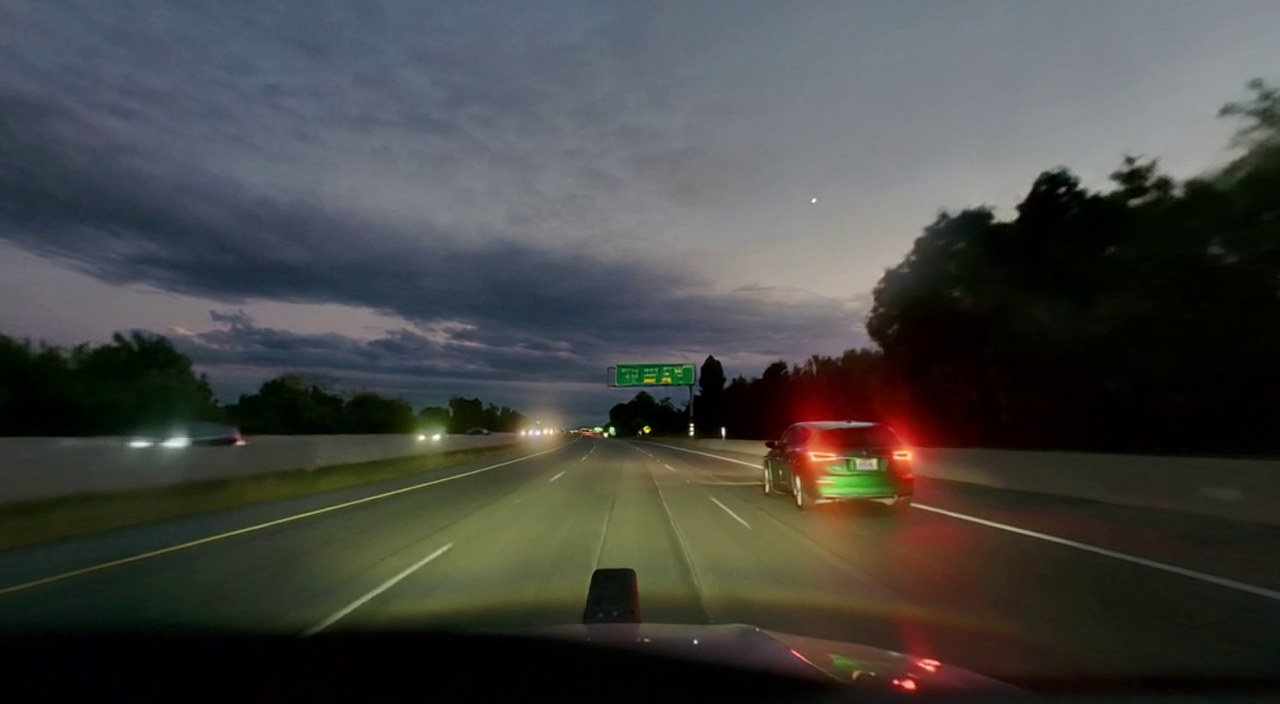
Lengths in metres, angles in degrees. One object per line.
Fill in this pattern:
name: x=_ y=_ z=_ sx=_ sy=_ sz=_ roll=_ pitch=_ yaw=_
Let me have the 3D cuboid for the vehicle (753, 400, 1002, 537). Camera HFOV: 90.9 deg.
vehicle: x=3.294 y=1.718 z=9.882 sx=2.107 sy=1.642 sz=4.331 roll=0 pitch=-8 yaw=-2

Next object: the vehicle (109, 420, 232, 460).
vehicle: x=-20.164 y=3.817 z=27.360 sx=1.889 sy=1.586 sz=4.578 roll=0 pitch=-8 yaw=-2
